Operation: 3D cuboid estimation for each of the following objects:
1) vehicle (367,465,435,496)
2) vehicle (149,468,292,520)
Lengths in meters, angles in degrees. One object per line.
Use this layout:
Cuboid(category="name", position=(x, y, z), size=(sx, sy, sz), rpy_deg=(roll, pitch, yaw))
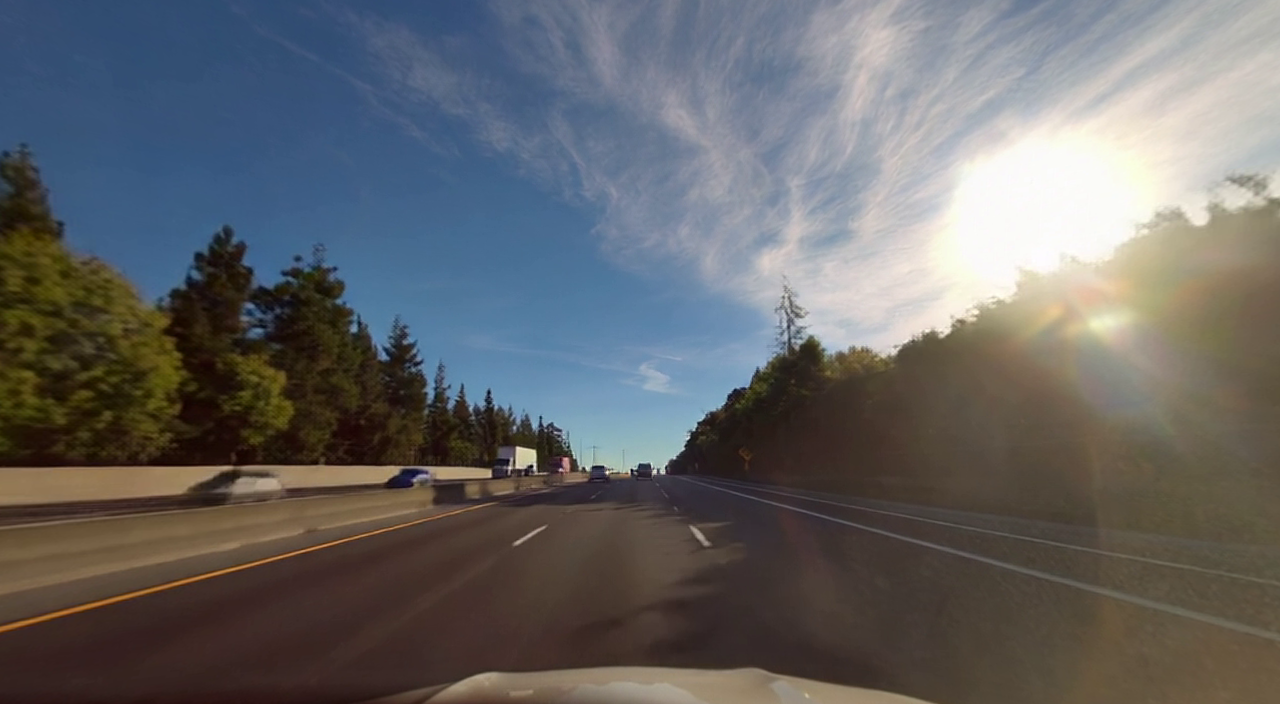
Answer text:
Cuboid(category="vehicle", position=(-12.525, 6.774, 33.283), size=(1.958, 1.472, 3.922), rpy_deg=(1, -11, 1))
Cuboid(category="vehicle", position=(-12.912, 4.364, 19.751), size=(1.660, 1.407, 4.064), rpy_deg=(1, -11, 0))
